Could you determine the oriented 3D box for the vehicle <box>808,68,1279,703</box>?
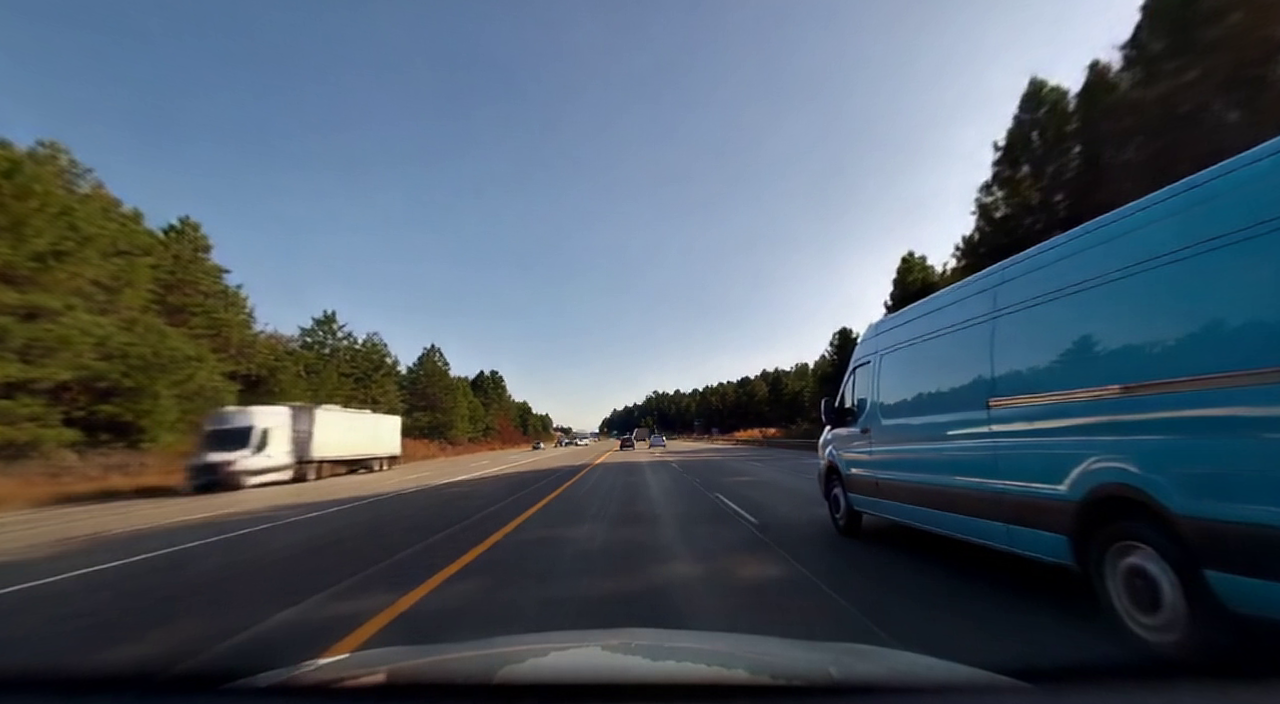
[{"bbox_3d":[3.630,0.545,5.005,2.416,2.595,7.243,0,-8,-1],"label":"vehicle"}]

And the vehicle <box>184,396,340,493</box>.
[{"bbox_3d":[-17.768,4.417,30.368,2.944,4.102,7.266,0,-8,-1],"label":"vehicle"}]
